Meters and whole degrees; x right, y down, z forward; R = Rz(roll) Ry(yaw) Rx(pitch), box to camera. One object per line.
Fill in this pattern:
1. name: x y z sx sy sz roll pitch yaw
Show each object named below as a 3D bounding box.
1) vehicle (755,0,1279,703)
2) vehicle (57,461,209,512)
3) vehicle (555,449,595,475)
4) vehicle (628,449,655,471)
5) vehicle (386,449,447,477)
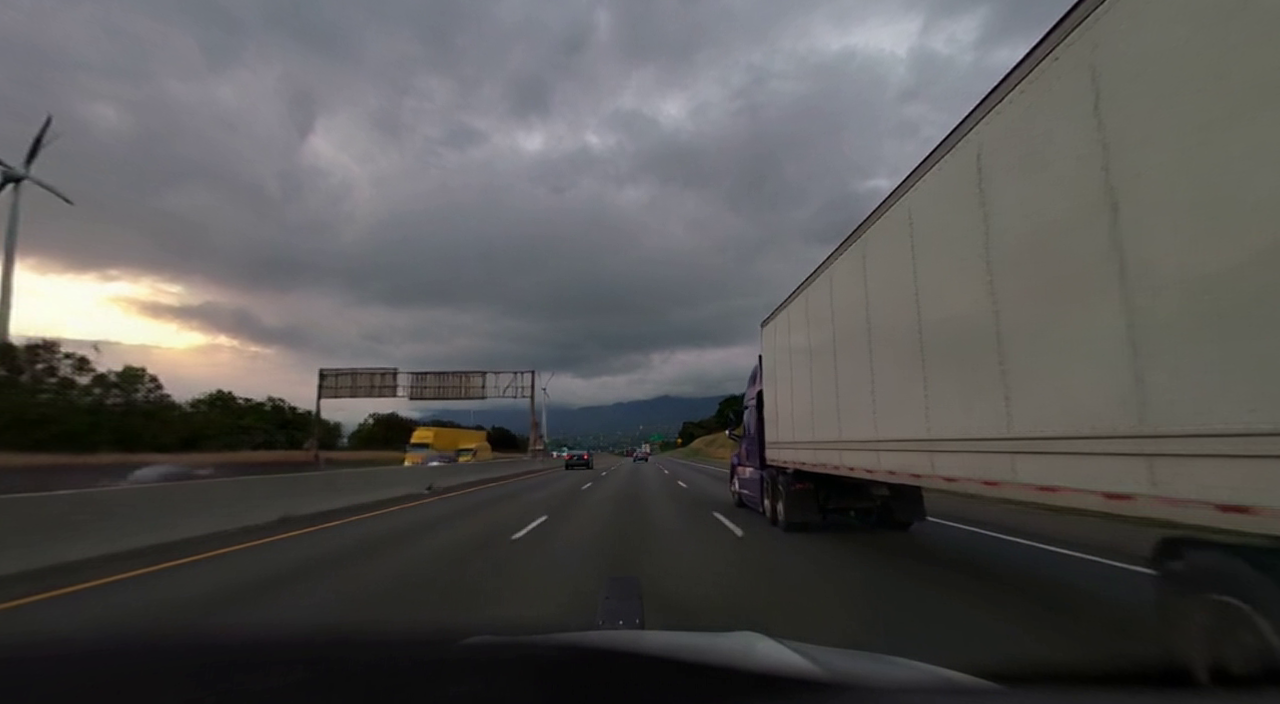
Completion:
1. vehicle: 3.801 0.268 5.390 2.947 3.989 13.568 0 -9 -1
2. vehicle: -15.644 4.129 19.733 1.734 1.372 3.610 0 -9 0
3. vehicle: -3.899 6.670 38.524 1.952 1.521 4.095 0 -9 1
4. vehicle: 0.077 7.776 45.621 1.931 1.453 3.695 0 -9 -1
5. vehicle: -11.666 5.788 33.136 1.874 1.392 3.624 0 -9 0
